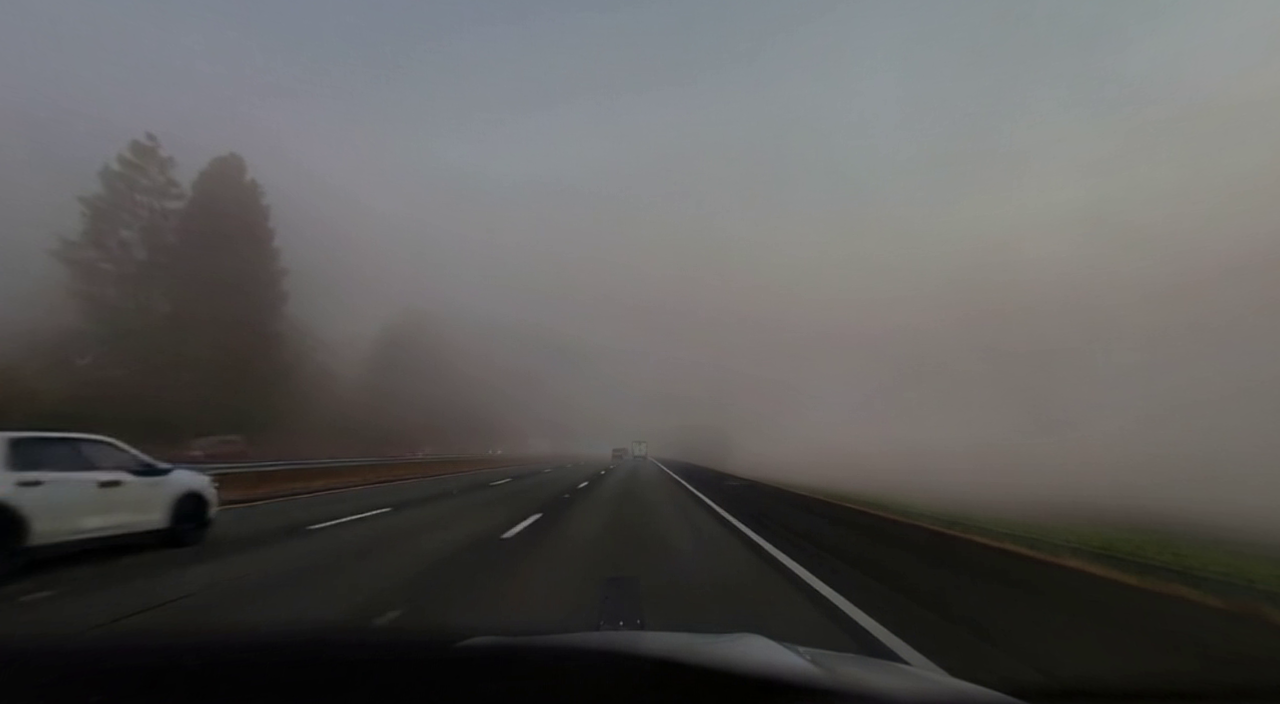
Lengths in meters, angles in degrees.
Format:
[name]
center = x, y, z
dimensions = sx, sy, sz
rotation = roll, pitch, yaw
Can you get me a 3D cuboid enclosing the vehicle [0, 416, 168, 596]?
[vehicle]
center = -7.047, 1.427, 5.787
dimensions = 2.115, 1.664, 4.259
rotation = 0, -9, 0
